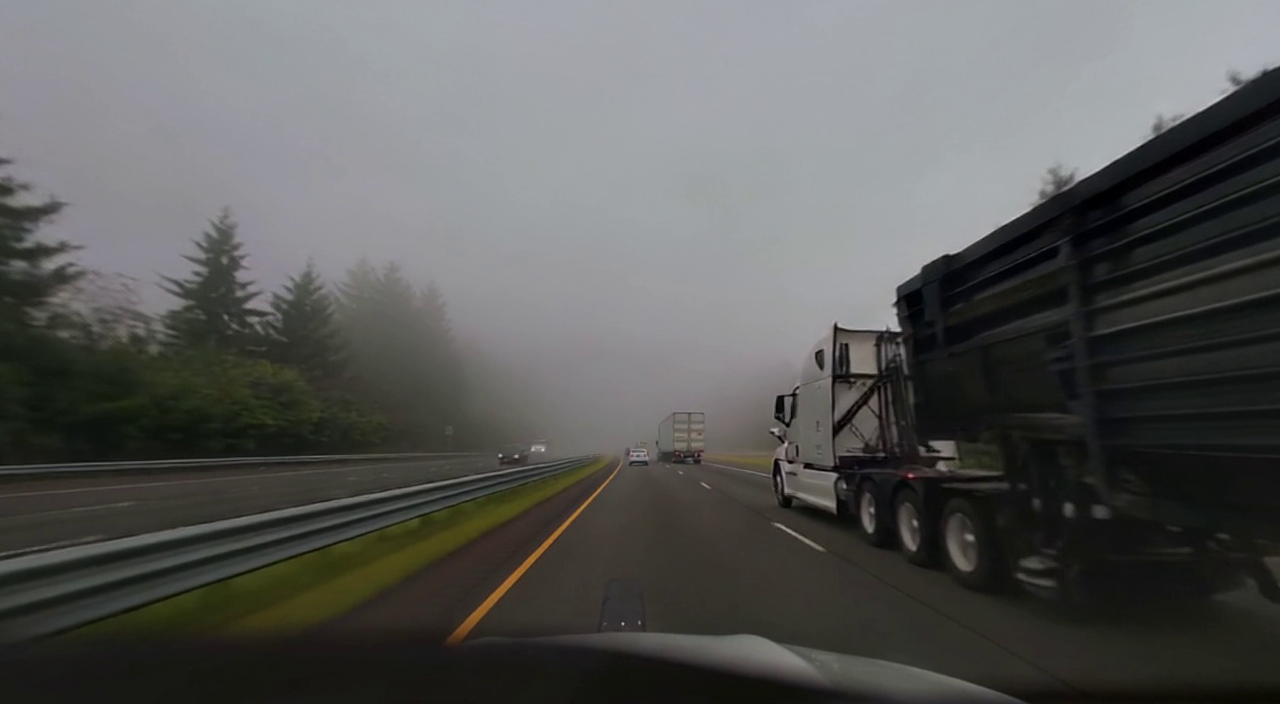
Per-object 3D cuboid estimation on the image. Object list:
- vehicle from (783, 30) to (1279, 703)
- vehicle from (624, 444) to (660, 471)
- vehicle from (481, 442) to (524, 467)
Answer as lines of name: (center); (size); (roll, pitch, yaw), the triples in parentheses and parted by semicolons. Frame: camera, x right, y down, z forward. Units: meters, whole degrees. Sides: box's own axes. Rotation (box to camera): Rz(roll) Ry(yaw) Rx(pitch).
vehicle: (4.539, 0.491, 5.012); (2.867, 3.571, 14.305); (0, -9, -2)
vehicle: (0.077, 6.397, 38.350); (2.051, 1.513, 4.511); (0, -9, -2)
vehicle: (-9.382, 7.023, 43.353); (2.020, 1.618, 4.287); (0, -9, 0)
